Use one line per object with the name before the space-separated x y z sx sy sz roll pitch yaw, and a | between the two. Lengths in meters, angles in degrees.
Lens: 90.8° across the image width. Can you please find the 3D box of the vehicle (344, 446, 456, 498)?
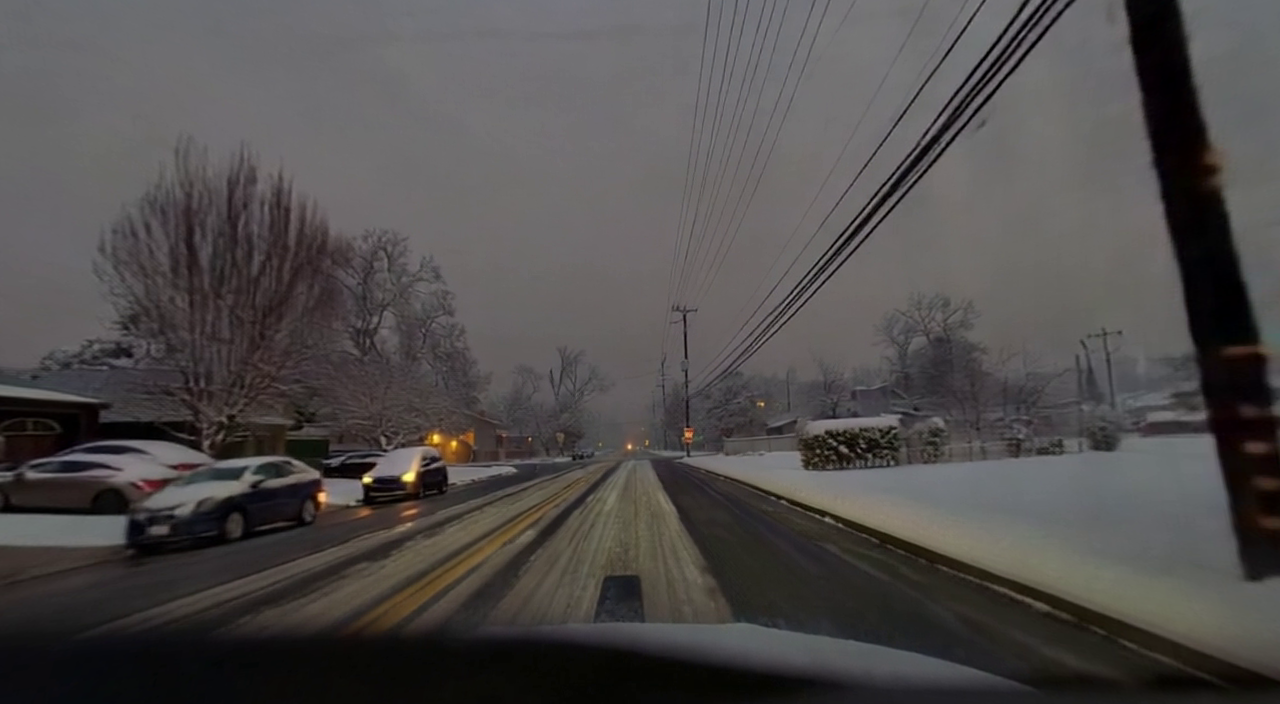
vehicle | -8.489 4.261 22.812 2.047 1.679 3.948 -2 -9 8

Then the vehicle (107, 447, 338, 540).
vehicle | -8.534 2.870 13.467 1.950 1.627 4.027 -1 -8 4

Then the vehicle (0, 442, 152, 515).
vehicle | -16.294 3.350 17.023 4.364 1.802 2.122 1 -9 -8
